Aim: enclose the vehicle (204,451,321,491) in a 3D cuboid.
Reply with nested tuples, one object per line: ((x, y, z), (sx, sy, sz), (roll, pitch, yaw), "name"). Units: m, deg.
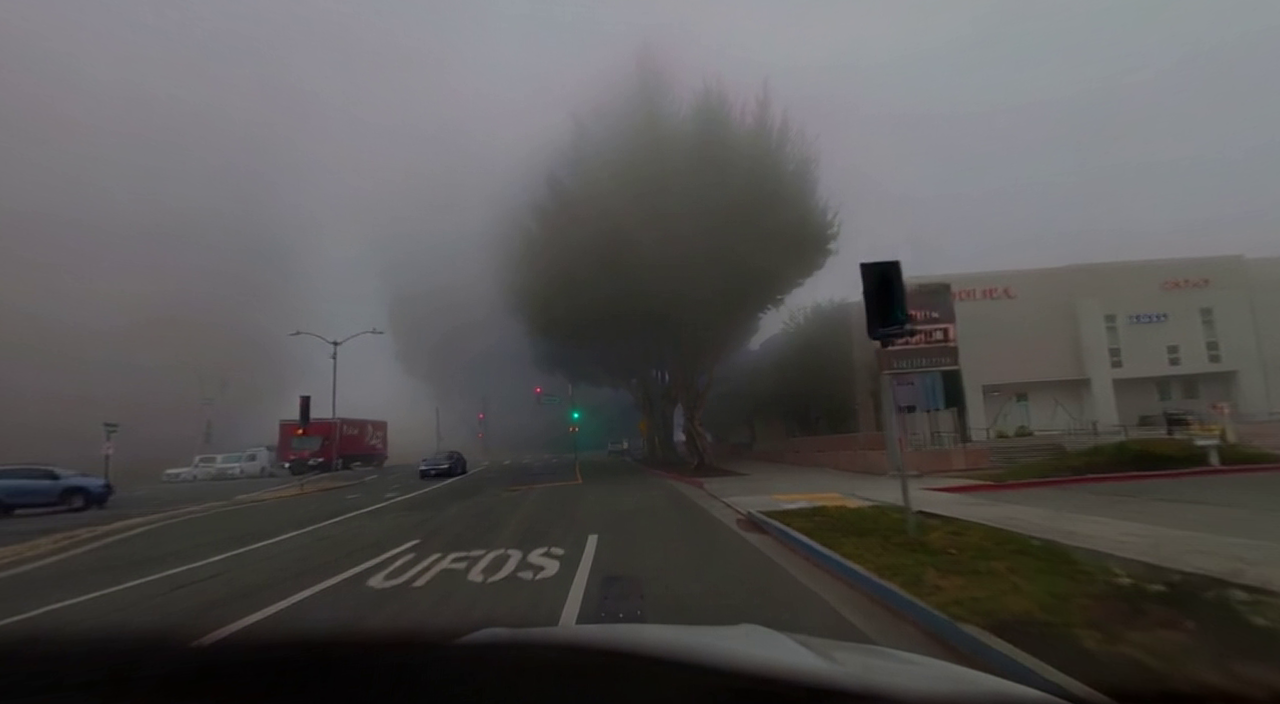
((-18.287, 5.742, 30.903), (2.101, 1.721, 4.587), (-3, -9, 17), "vehicle")

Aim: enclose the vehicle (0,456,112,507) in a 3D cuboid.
((-23.738, 4.923, 24.368), (2.025, 1.756, 4.749), (-2, -9, 15), "vehicle")

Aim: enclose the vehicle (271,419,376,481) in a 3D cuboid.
((-21.873, 6.841, 44.104), (3.045, 3.961, 6.104), (-2, -9, 15), "vehicle")
